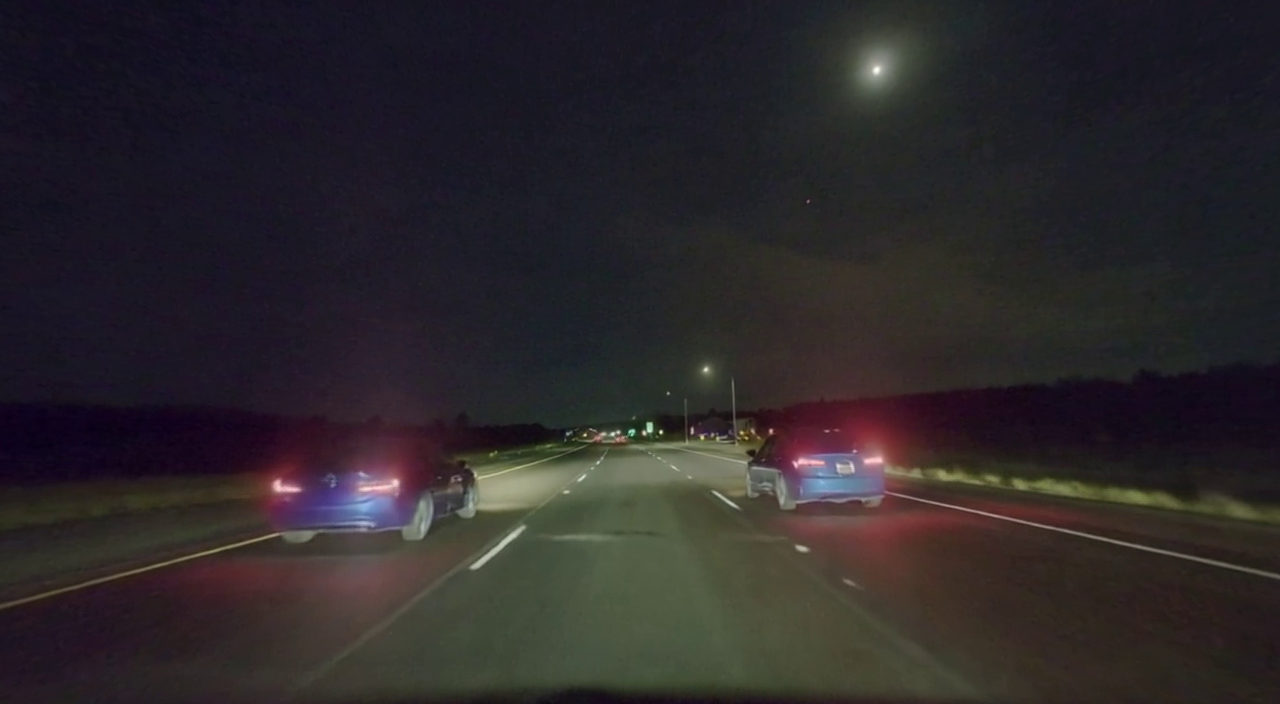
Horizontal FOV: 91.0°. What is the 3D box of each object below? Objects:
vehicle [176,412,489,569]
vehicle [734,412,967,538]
[{"bbox_3d":[-3.751,1.759,8.825,2.206,1.604,4.374,0,-8,-1],"label":"vehicle"},{"bbox_3d":[3.152,1.947,10.601,2.349,1.651,4.161,0,-8,-2],"label":"vehicle"}]
